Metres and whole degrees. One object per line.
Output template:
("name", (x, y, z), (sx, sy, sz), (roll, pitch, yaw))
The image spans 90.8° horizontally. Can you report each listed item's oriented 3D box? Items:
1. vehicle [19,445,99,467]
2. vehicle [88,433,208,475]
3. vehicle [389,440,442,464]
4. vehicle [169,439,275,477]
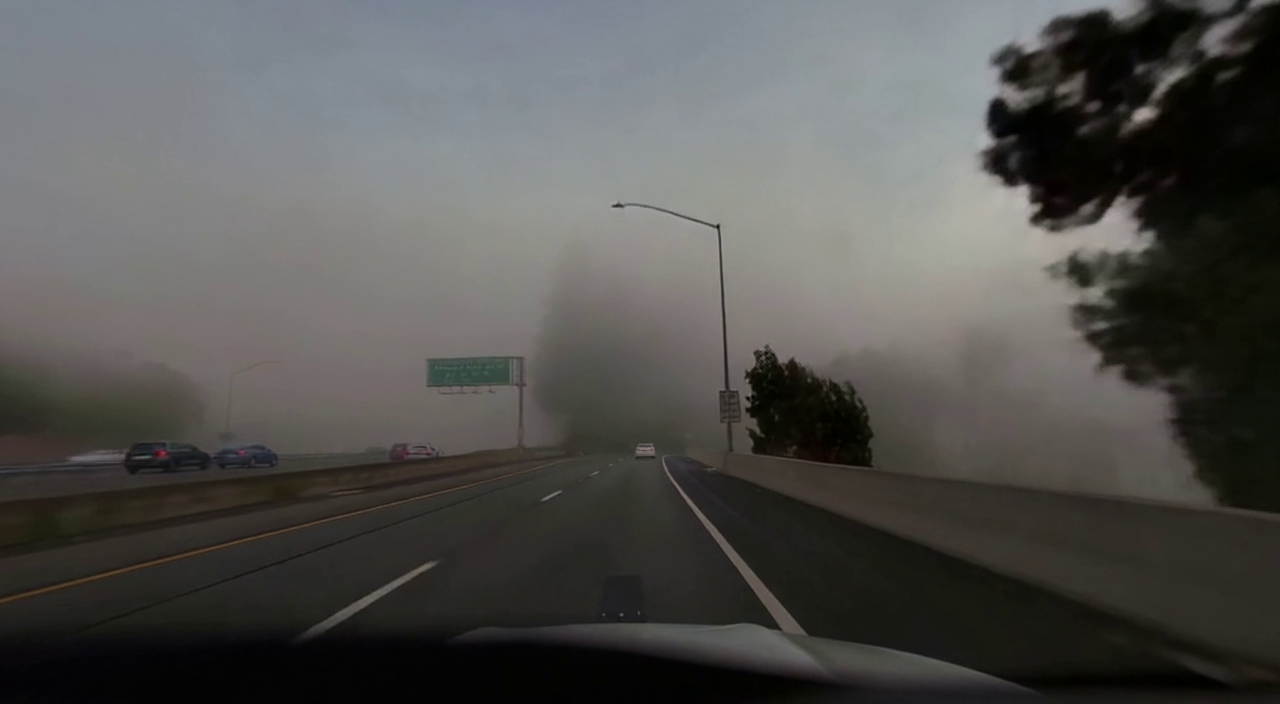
("vehicle", (-45.028, 8.017, 49.117), (2.095, 1.593, 4.577), (0, -8, -4))
("vehicle", (-22.107, 4.590, 28.664), (2.049, 1.718, 4.445), (1, -8, -5))
("vehicle", (-15.027, 6.697, 42.517), (2.271, 1.537, 4.029), (0, -8, -3))
("vehicle", (-18.124, 4.585, 27.693), (1.829, 1.520, 4.505), (1, -8, -5))
